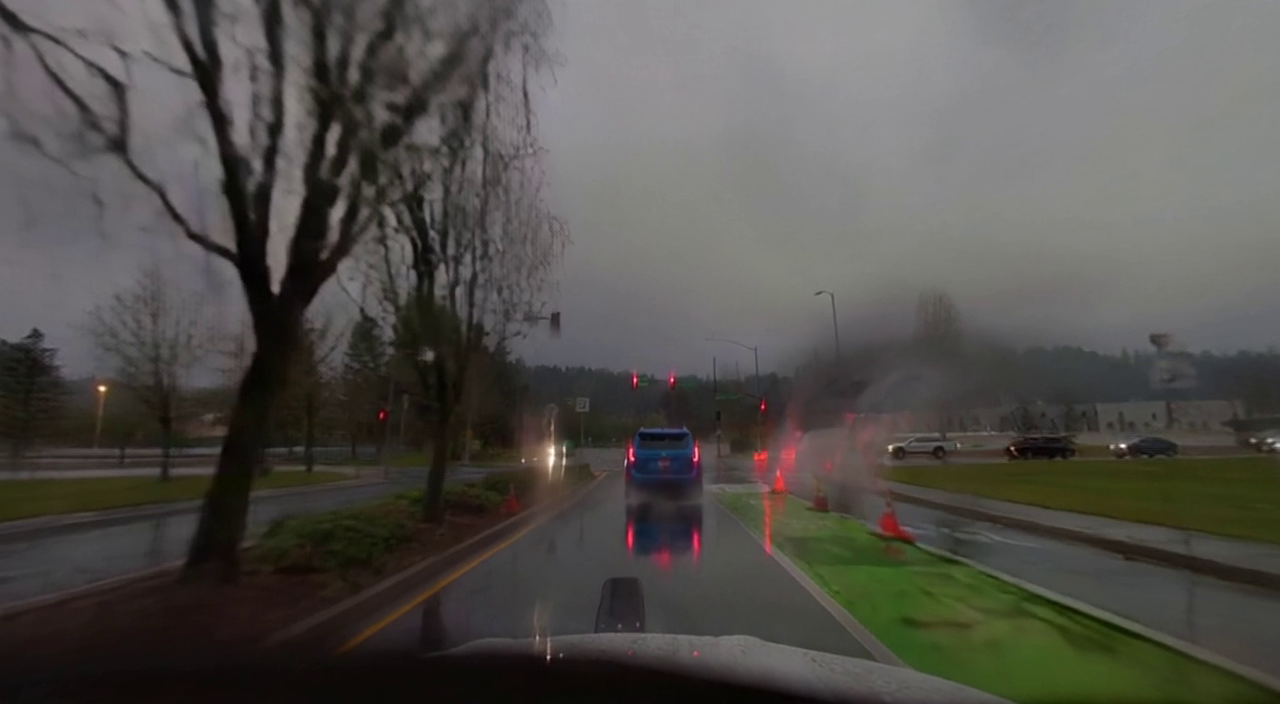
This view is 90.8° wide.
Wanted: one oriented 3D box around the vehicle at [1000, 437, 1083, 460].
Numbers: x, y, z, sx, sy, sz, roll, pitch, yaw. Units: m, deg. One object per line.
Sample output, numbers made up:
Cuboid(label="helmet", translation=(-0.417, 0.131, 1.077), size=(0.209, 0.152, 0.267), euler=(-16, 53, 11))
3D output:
Cuboid(label="vehicle", translation=(27.228, 6.561, 42.917), size=(4.343, 1.518, 1.845), euler=(0, -9, -2))

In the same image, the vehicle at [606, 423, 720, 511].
Cuboid(label="vehicle", translation=(0.494, 2.702, 15.355), size=(2.339, 1.790, 4.629), euler=(0, -8, 1))

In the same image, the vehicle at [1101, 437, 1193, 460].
Cuboid(label="vehicle", translation=(34.021, 6.474, 42.464), size=(4.483, 1.481, 2.082), euler=(0, -9, -3))

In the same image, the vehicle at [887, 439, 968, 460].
Cuboid(label="vehicle", translation=(19.411, 6.613, 42.820), size=(4.492, 1.422, 1.961), euler=(0, -9, 0))
